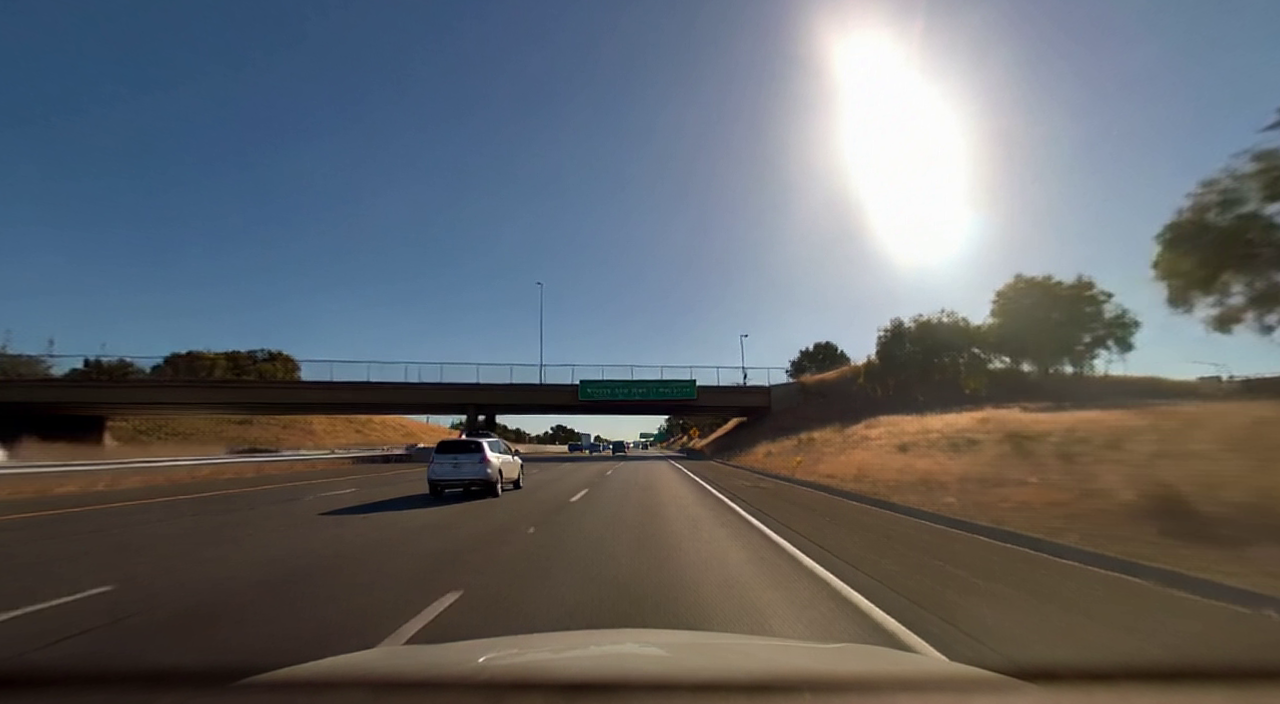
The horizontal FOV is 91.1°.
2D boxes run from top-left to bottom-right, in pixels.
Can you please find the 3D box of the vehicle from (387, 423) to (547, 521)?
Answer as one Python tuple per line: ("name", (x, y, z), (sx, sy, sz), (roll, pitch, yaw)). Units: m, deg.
("vehicle", (-3.367, 2.435, 13.278), (2.048, 1.705, 4.384), (0, -8, 1))
